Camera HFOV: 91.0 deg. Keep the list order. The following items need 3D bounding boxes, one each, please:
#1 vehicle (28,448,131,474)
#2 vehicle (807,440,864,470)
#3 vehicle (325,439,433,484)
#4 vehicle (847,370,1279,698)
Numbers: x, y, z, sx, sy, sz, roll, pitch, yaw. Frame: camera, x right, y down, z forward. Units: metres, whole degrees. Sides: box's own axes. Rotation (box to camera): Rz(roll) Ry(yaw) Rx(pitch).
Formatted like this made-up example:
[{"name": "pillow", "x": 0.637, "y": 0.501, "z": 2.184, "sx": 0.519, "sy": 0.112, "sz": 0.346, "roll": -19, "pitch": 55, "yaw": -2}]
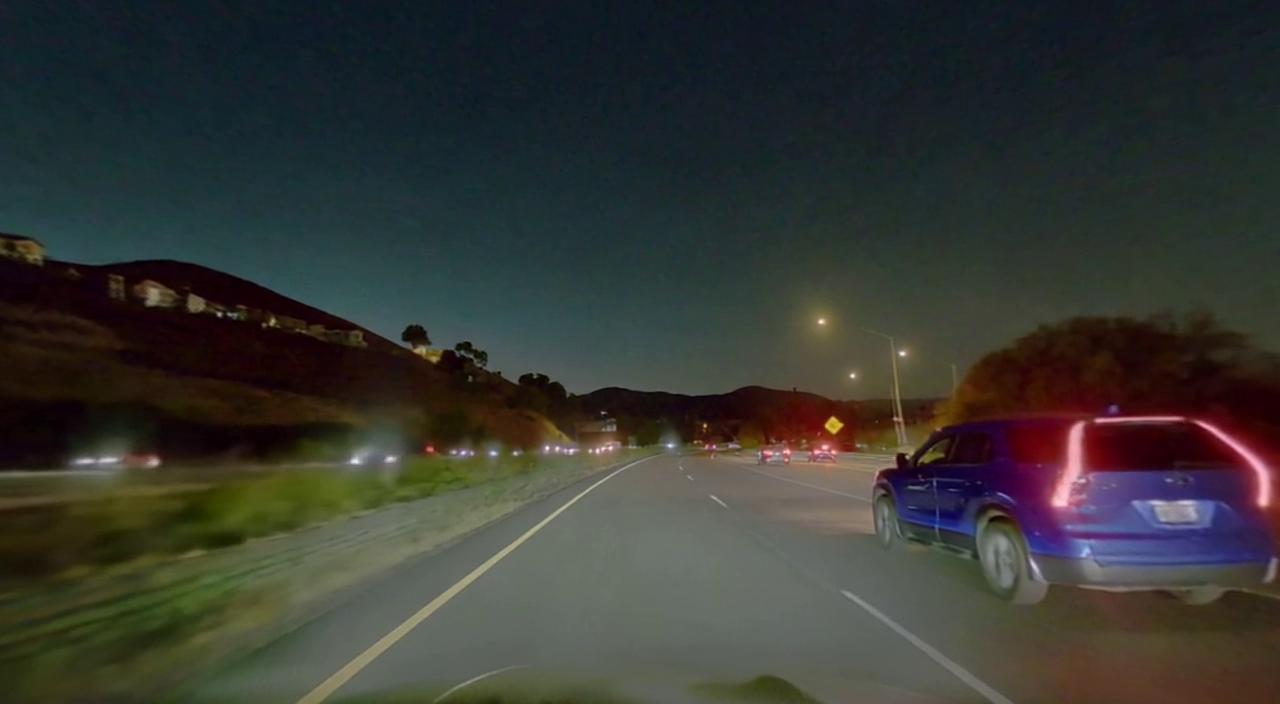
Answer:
[{"name": "vehicle", "x": -35.307, "y": 6.870, "z": 39.821, "sx": 1.809, "sy": 1.505, "sz": 4.810, "roll": -1, "pitch": -9, "yaw": 5}, {"name": "vehicle", "x": 11.945, "y": 6.325, "z": 38.743, "sx": 2.043, "sy": 1.714, "sz": 4.453, "roll": 0, "pitch": -9, "yaw": 0}, {"name": "vehicle", "x": -12.467, "y": 5.256, "z": 30.671, "sx": 2.517, "sy": 1.982, "sz": 5.896, "roll": 0, "pitch": -9, "yaw": 2}, {"name": "vehicle", "x": 3.897, "y": 1.323, "z": 5.793, "sx": 2.318, "sy": 1.766, "sz": 4.587, "roll": 0, "pitch": -9, "yaw": -1}]
